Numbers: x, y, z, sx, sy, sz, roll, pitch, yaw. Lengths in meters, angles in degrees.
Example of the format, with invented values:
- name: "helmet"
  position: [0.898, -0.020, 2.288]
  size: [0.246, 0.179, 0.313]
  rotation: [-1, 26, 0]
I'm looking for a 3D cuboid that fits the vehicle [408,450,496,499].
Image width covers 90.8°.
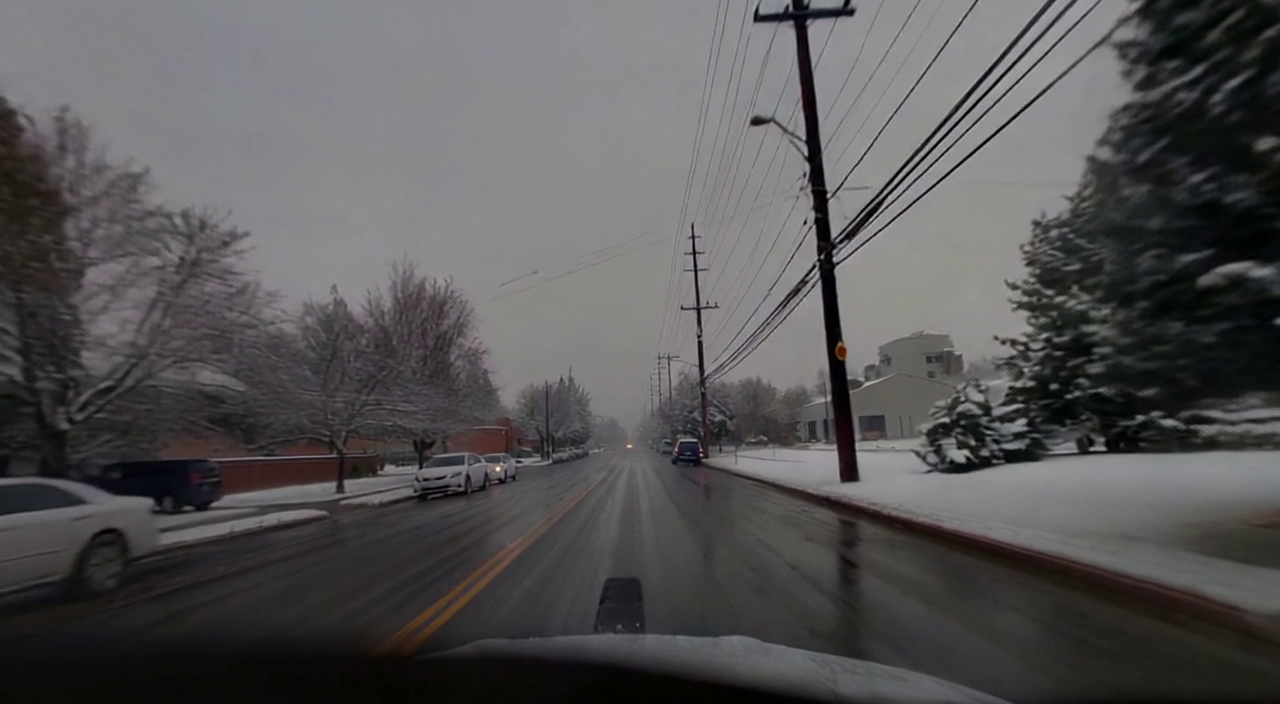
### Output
- name: "vehicle"
  position: [-6.680, 4.358, 22.956]
  size: [1.887, 1.460, 4.444]
  rotation: [-4, -9, -1]

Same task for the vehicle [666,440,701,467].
- name: "vehicle"
  position: [3.112, 7.300, 45.769]
  size: [2.138, 1.820, 5.218]
  rotation: [0, -8, 0]

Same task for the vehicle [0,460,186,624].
- name: "vehicle"
  position: [-6.613, 1.785, 5.749]
  size: [1.815, 1.384, 4.357]
  rotation: [-3, -9, -1]
